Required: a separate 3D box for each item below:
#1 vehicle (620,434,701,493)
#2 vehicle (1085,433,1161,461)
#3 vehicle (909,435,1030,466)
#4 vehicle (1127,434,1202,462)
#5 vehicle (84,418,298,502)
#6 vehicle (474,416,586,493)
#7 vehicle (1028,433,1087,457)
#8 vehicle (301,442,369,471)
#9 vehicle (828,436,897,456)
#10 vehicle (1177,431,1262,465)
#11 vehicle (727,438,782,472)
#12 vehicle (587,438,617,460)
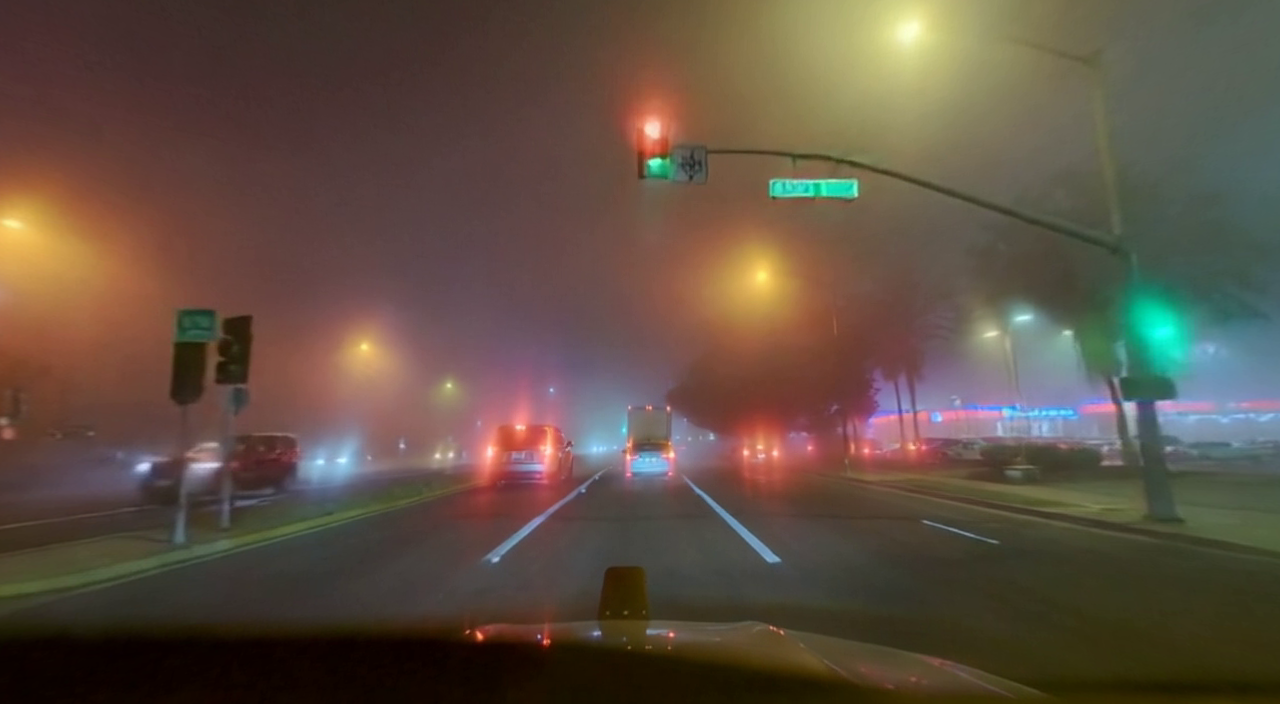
[{"bbox_3d":[0.538,3.152,18.223,2.061,1.494,4.079,0,-8,0],"label":"vehicle"},{"bbox_3d":[28.482,5.583,37.148,4.207,1.443,1.889,3,-9,-29],"label":"vehicle"},{"bbox_3d":[15.613,4.699,30.033,4.756,1.422,1.831,0,-8,-1],"label":"vehicle"},{"bbox_3d":[28.433,5.187,34.125,3.873,1.429,1.765,5,-9,-30],"label":"vehicle"},{"bbox_3d":[-11.758,2.869,17.108,2.165,1.926,4.899,0,-8,0],"label":"vehicle"},{"bbox_3d":[-3.011,2.974,18.626,2.289,1.935,5.227,0,-8,1],"label":"vehicle"},{"bbox_3d":[28.851,6.403,43.518,3.799,1.541,1.747,5,-10,-30],"label":"vehicle"},{"bbox_3d":[-18.677,6.403,38.836,1.945,1.666,4.478,0,-8,-1],"label":"vehicle"},{"bbox_3d":[16.358,6.938,46.532,4.323,1.496,1.937,0,-8,-1],"label":"vehicle"},{"bbox_3d":[29.251,4.799,31.777,4.225,1.502,1.915,3,-9,-32],"label":"vehicle"},{"bbox_3d":[5.423,4.914,30.422,1.900,1.507,4.151,0,-8,0],"label":"vehicle"},{"bbox_3d":[-2.782,7.173,46.647,1.902,1.522,3.523,0,-8,2],"label":"vehicle"}]
